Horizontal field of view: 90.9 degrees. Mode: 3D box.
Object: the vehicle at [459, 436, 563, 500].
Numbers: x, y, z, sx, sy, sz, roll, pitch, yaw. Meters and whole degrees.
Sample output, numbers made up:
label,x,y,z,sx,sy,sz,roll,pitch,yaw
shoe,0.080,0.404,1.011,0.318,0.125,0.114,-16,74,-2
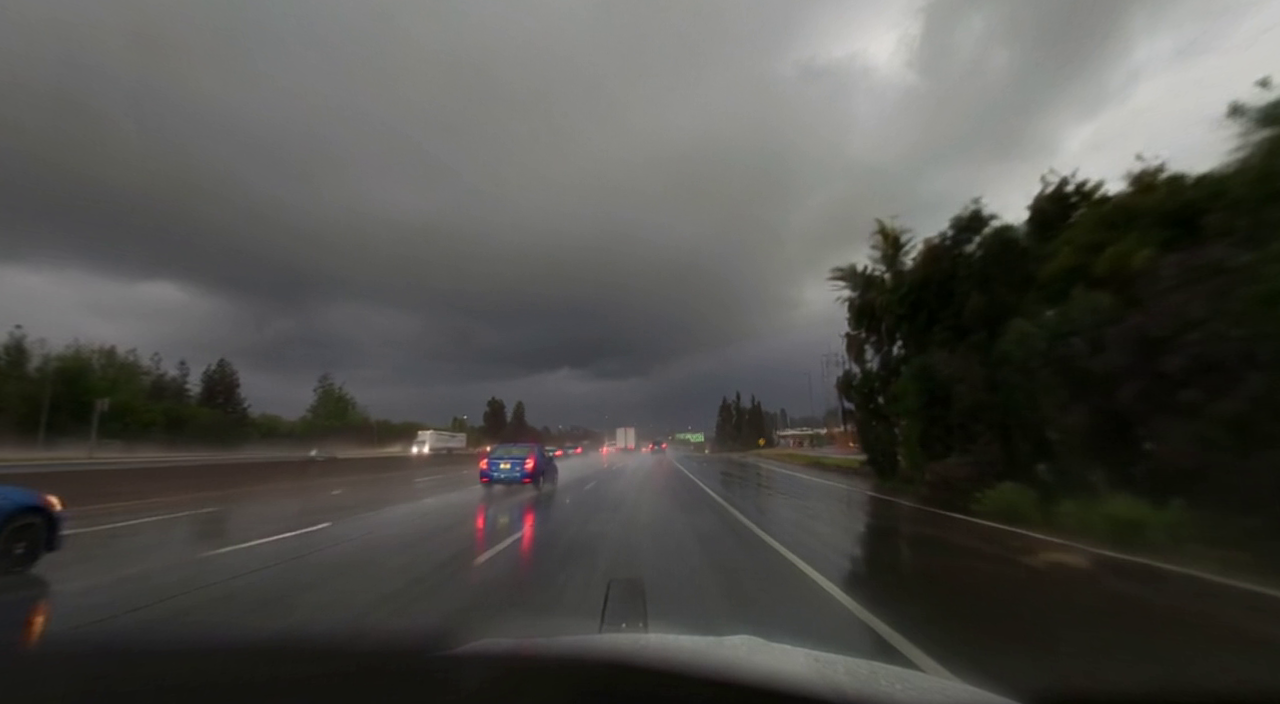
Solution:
label,x,y,z,sx,sy,sz,roll,pitch,yaw
vehicle,-3.291,3.039,16.897,1.953,1.511,3.704,0,-8,1
